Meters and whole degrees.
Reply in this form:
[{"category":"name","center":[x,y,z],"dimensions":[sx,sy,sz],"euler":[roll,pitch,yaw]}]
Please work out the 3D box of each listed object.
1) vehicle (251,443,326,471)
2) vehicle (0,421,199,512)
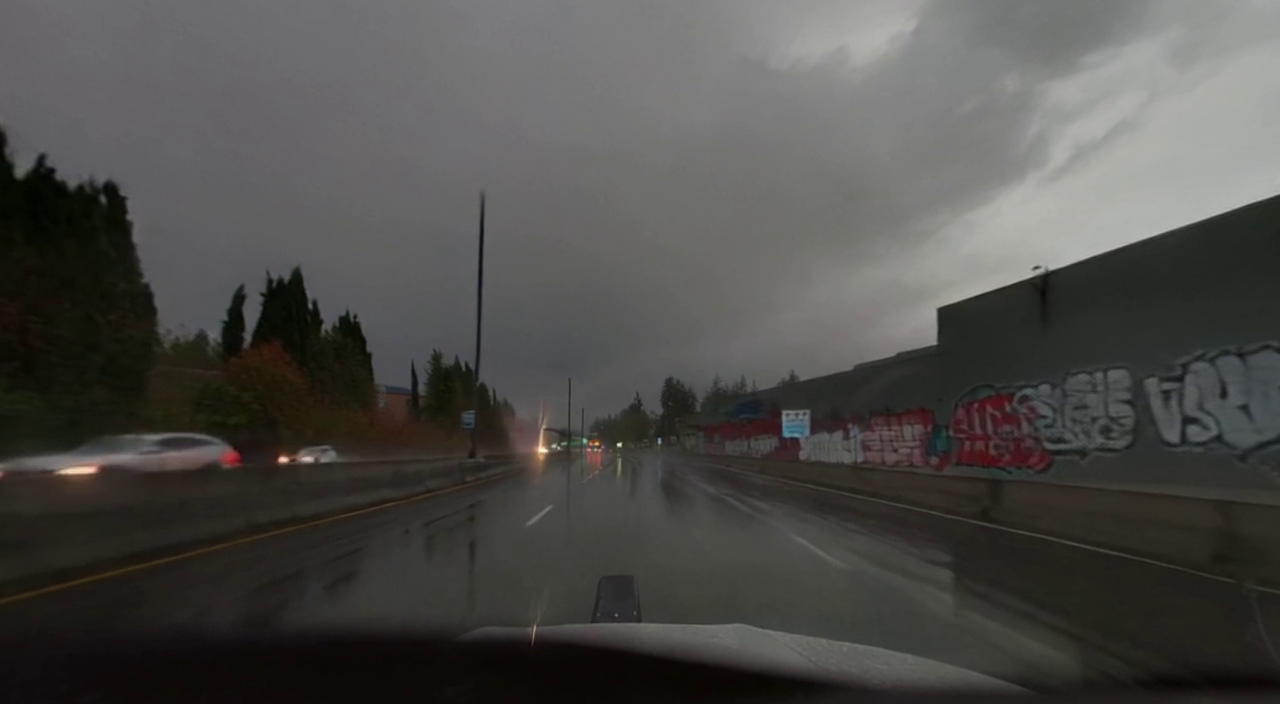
[{"category":"vehicle","center":[-20.751,6.191,37.400],"dimensions":[1.868,1.481,4.609],"euler":[0,-8,-1]},{"category":"vehicle","center":[-12.401,2.451,13.908],"dimensions":[2.142,1.679,4.358],"euler":[0,-8,-1]}]
